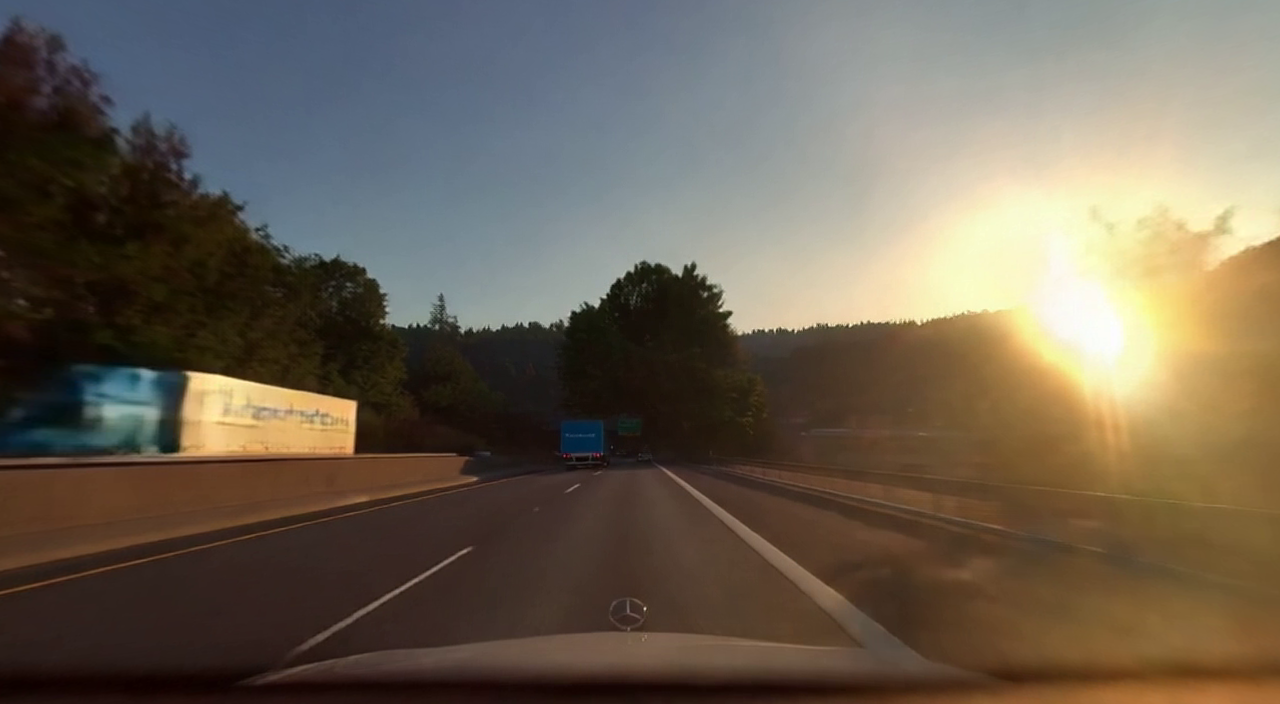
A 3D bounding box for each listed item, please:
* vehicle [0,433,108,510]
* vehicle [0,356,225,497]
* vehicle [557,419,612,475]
[{"bbox_3d":[-13.238,2.399,12.708,1.777,1.473,3.648,0,-9,0],"label":"vehicle"},{"bbox_3d":[-17.298,2.529,20.786,3.012,3.971,5.873,0,-9,0],"label":"vehicle"},{"bbox_3d":[-3.273,5.867,38.870,2.695,3.151,6.885,0,-9,0],"label":"vehicle"}]
